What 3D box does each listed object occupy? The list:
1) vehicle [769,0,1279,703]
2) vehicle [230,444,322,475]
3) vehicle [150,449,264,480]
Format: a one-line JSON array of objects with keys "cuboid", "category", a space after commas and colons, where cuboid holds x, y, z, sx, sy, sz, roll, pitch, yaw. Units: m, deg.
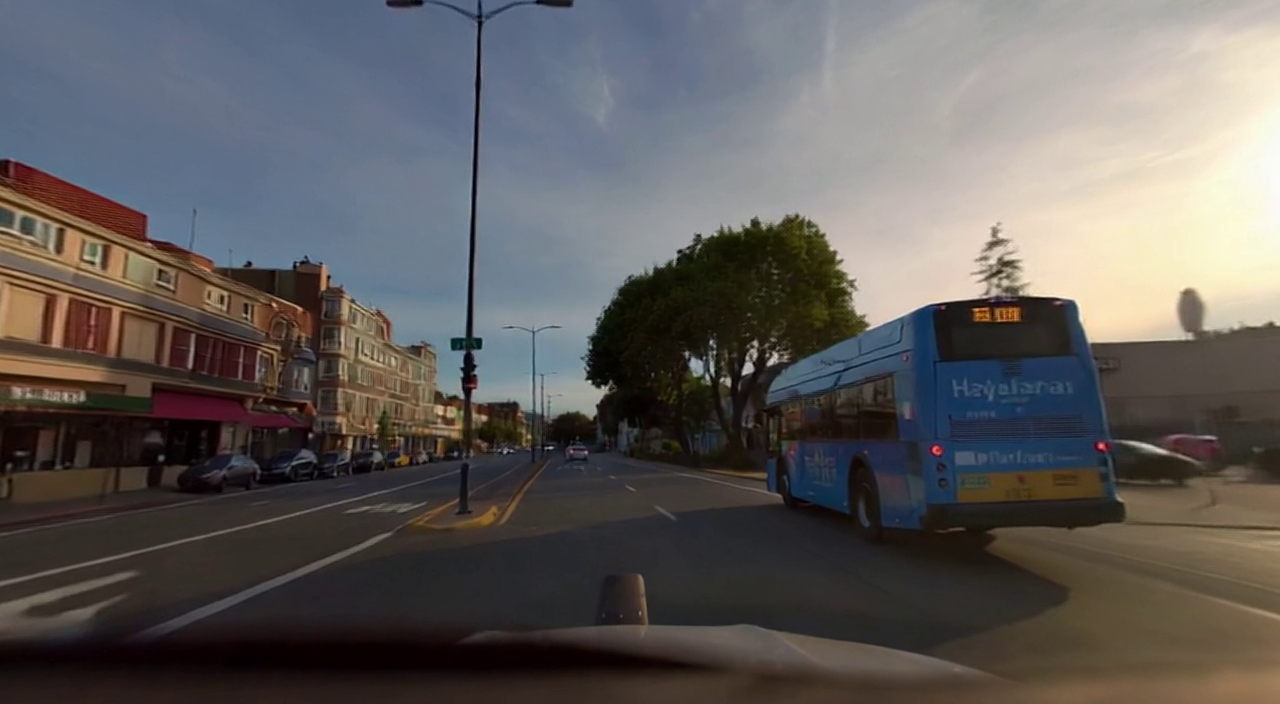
[{"cuboid": [3.622, 0.200, 4.063, 3.194, 3.345, 12.428, 0, -8, 1], "category": "vehicle"}, {"cuboid": [-22.196, 6.543, 38.655, 4.392, 1.800, 1.902, 0, -8, -3], "category": "vehicle"}, {"cuboid": [-22.903, 5.948, 33.648, 4.592, 1.474, 1.880, 3, -8, -21], "category": "vehicle"}]
